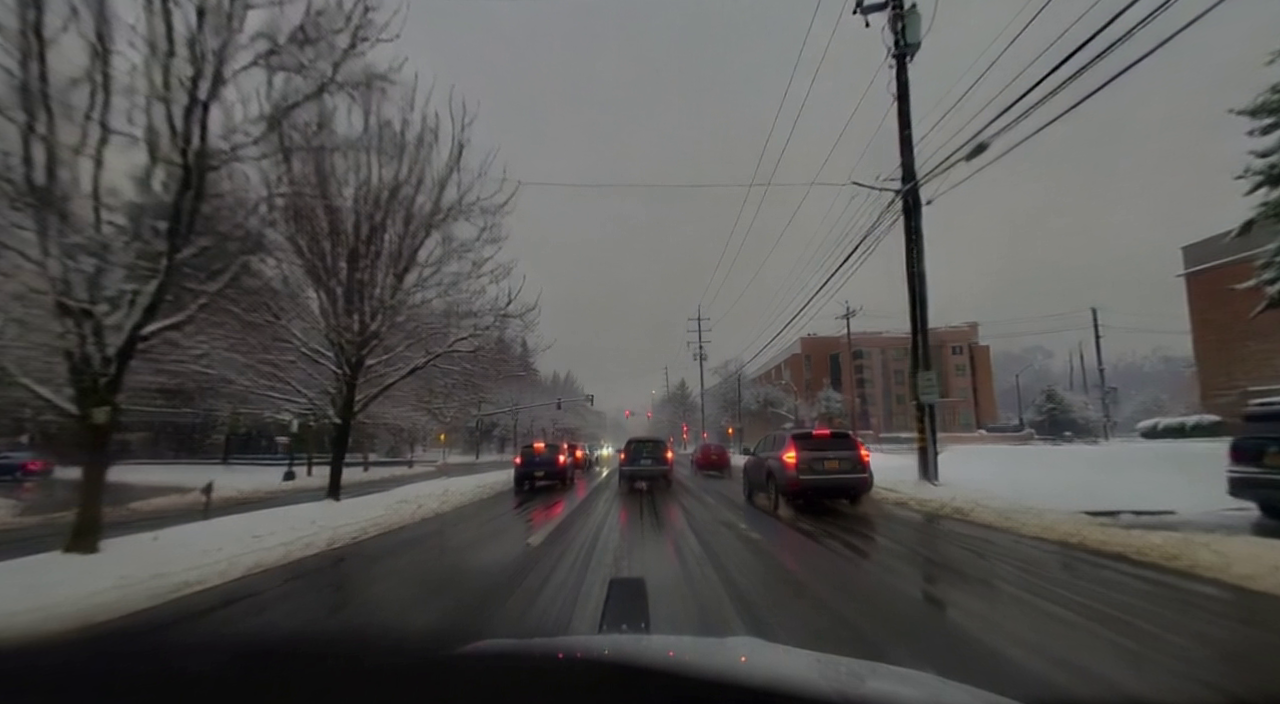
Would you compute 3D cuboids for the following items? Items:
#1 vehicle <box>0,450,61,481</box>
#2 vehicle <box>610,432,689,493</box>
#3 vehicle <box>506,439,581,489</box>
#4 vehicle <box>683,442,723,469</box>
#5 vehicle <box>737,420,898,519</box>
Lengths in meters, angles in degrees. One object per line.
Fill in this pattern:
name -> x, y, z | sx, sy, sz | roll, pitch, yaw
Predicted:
vehicle -> -37.935, 6.802, 37.914 | 1.882, 1.753, 4.517 | 0, -9, -1
vehicle -> 0.242, 3.379, 19.569 | 2.200, 1.653, 4.127 | 0, -9, 0
vehicle -> -3.141, 3.726, 21.377 | 2.104, 1.488, 4.546 | 0, -9, -4
vehicle -> 3.773, 6.253, 38.319 | 1.880, 1.503, 4.130 | 0, -9, -1
vehicle -> 3.474, 2.416, 13.395 | 2.024, 1.711, 4.512 | 0, -9, -1
